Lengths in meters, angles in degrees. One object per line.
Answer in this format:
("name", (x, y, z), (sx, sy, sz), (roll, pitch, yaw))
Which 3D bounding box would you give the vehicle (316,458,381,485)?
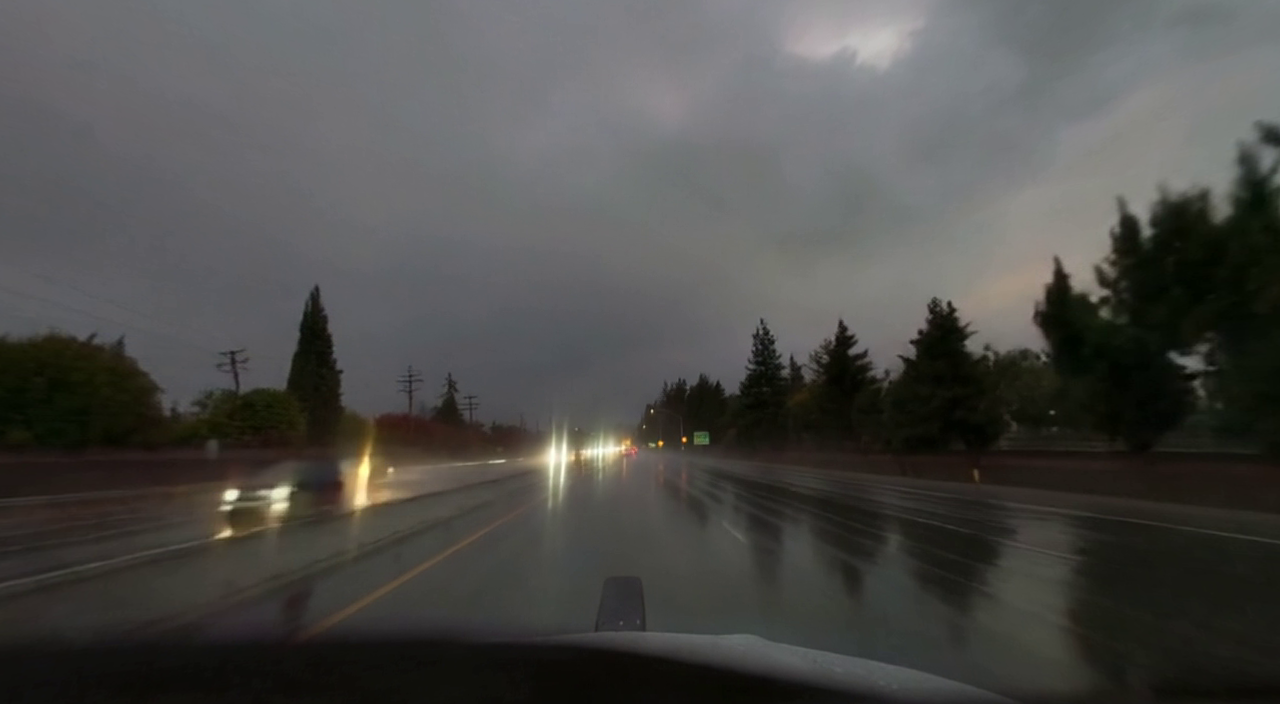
("vehicle", (-17.845, 7.327, 38.841), (1.894, 1.475, 4.484), (0, -9, -1))

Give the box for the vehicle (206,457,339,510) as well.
("vehicle", (-12.448, 4.441, 21.813), (1.867, 1.534, 4.679), (0, -9, -1))
